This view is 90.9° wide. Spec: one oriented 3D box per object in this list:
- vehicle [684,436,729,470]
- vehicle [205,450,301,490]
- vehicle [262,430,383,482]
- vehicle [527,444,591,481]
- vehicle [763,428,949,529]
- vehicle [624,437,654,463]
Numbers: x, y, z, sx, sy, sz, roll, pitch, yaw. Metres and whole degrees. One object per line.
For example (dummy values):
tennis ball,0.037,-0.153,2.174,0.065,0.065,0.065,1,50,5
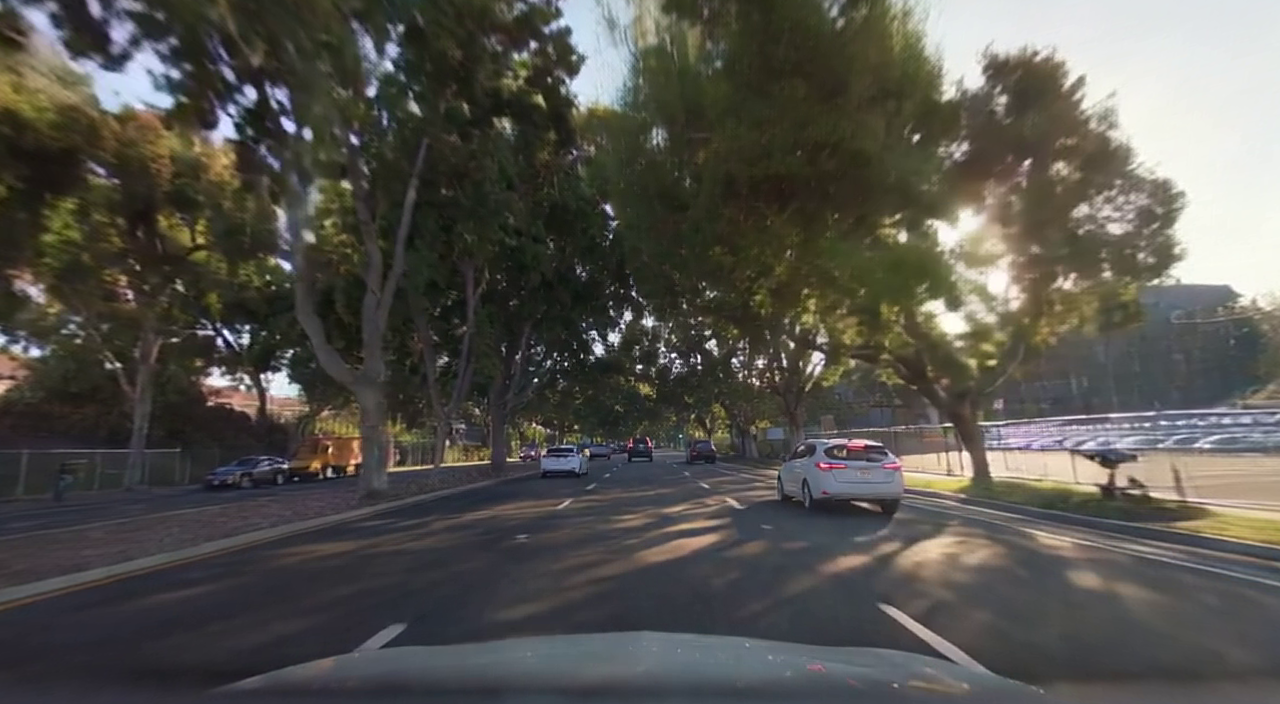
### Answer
vehicle,3.598,5.543,34.832,1.980,1.709,4.367,0,-8,-1
vehicle,-22.263,6.765,36.612,2.159,1.908,5.564,-2,-8,-1
vehicle,-22.355,7.385,45.492,2.816,3.267,11.356,0,-8,0
vehicle,-3.102,4.311,24.925,2.013,1.354,3.908,0,-8,0
vehicle,3.683,2.227,11.675,1.919,1.502,4.232,0,-8,0
vehicle,-0.094,7.529,48.725,2.247,1.882,4.603,0,-8,-1
